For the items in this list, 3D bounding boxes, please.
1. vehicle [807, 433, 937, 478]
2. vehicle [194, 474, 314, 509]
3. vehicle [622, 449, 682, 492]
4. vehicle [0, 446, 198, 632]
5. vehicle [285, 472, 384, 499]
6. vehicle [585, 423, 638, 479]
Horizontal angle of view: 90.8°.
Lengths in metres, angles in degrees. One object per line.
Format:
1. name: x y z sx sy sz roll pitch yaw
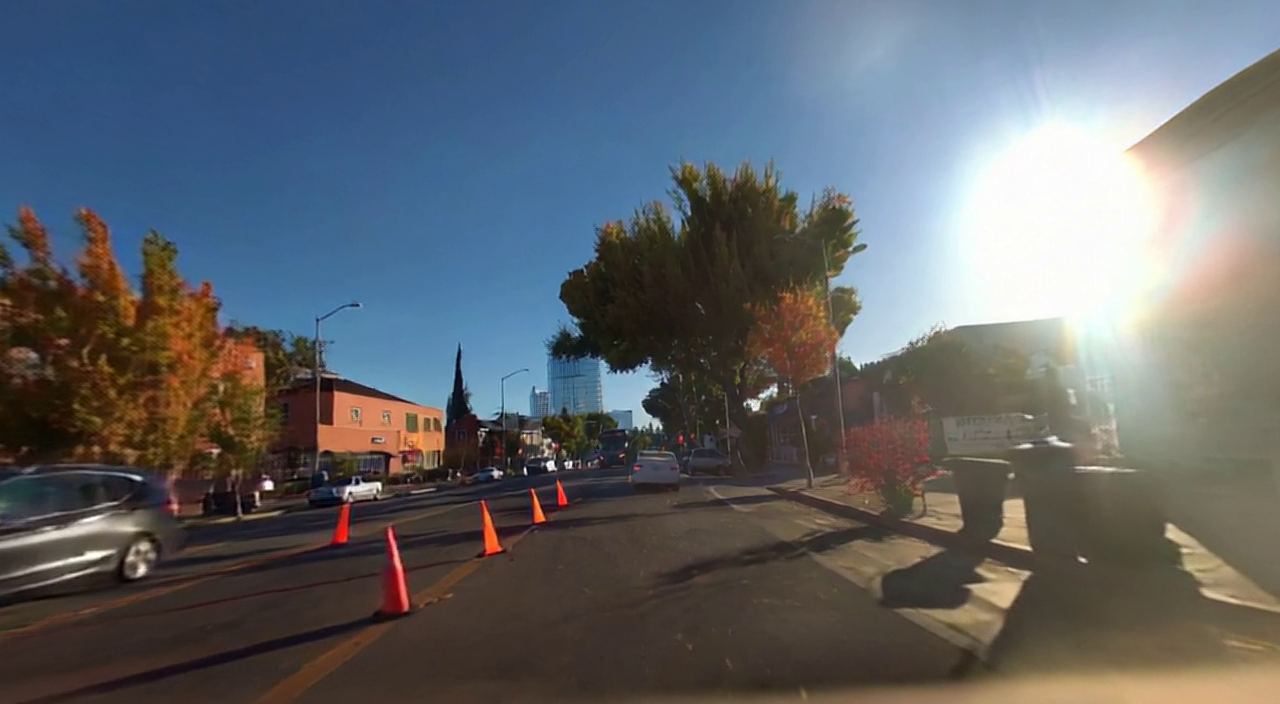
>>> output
1. vehicle: 10.347 4.624 28.482 4.859 1.914 2.333 1 -9 -5
2. vehicle: -19.508 7.076 32.090 4.696 1.513 2.243 -2 -8 3
3. vehicle: 0.484 4.567 24.646 2.159 1.506 4.086 0 -9 2
4. vehicle: -6.936 1.792 5.975 2.016 1.693 4.911 -3 -9 -1
5. vehicle: -18.548 8.118 38.491 4.952 1.510 2.115 -1 -9 5
6. vehicle: -1.662 6.727 43.196 2.977 3.271 12.748 0 -9 0
